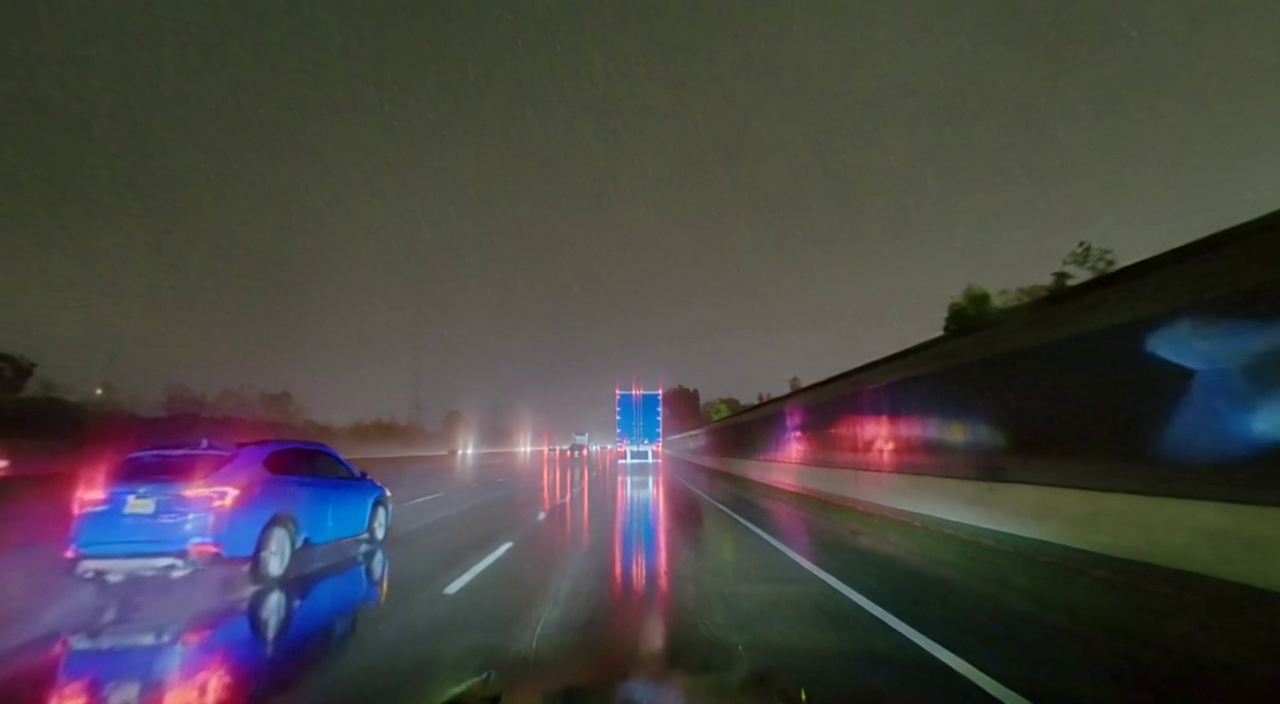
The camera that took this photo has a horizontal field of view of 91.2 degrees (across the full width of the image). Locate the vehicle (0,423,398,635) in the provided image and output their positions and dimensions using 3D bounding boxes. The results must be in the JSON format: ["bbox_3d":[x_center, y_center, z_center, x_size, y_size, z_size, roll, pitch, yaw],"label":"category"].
[{"bbox_3d":[-4.220,1.580,6.500,1.895,1.500,3.808,0,-9,0],"label":"vehicle"}]

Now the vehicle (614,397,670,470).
[{"bbox_3d":[0.040,5.433,40.784,3.123,4.094,10.812,0,-9,-1],"label":"vehicle"}]

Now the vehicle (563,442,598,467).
[{"bbox_3d":[-3.969,6.910,42.284,2.006,1.572,4.082,0,-9,-1],"label":"vehicle"}]
